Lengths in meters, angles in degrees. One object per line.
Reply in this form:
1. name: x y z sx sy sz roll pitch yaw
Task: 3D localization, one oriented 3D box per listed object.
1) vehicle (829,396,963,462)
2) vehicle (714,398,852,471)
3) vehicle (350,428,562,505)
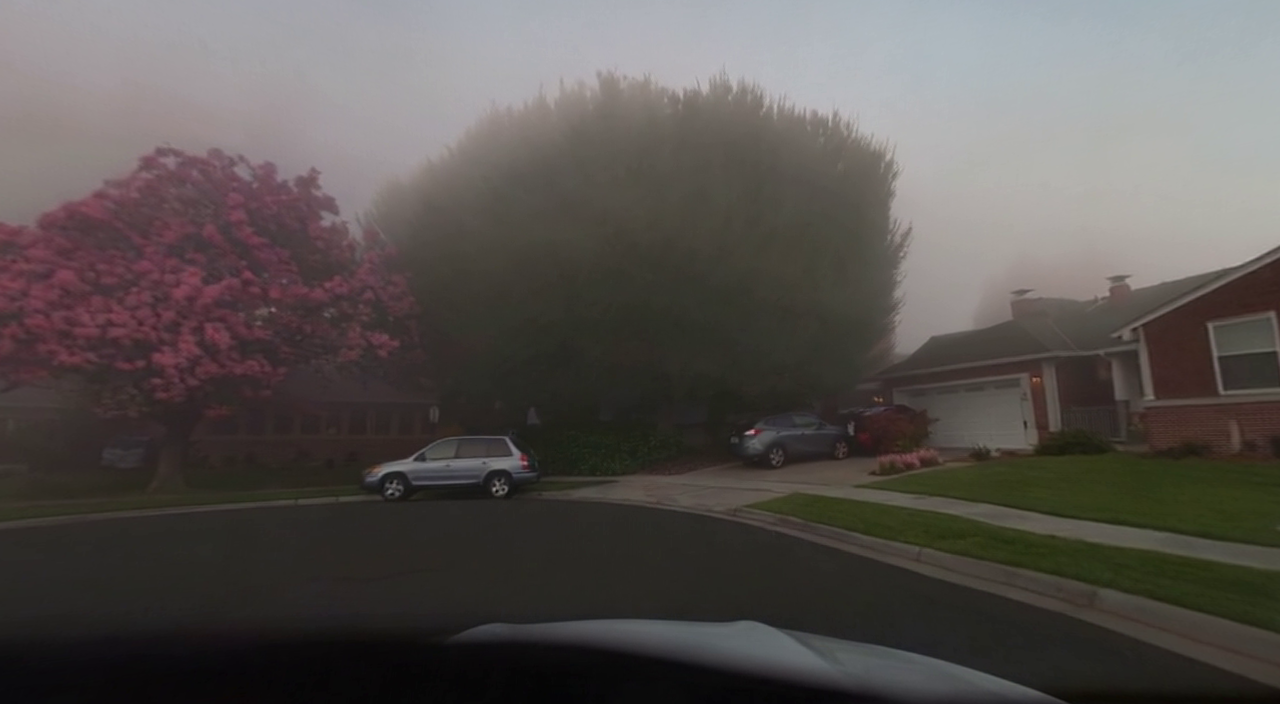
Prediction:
1. vehicle: 7.973 2.342 19.458 2.152 1.773 4.495 -9 -10 44
2. vehicle: 4.612 2.554 19.982 2.310 1.701 4.280 -10 -6 41
3. vehicle: -4.703 2.974 16.610 4.815 1.827 2.147 -2 -9 9
